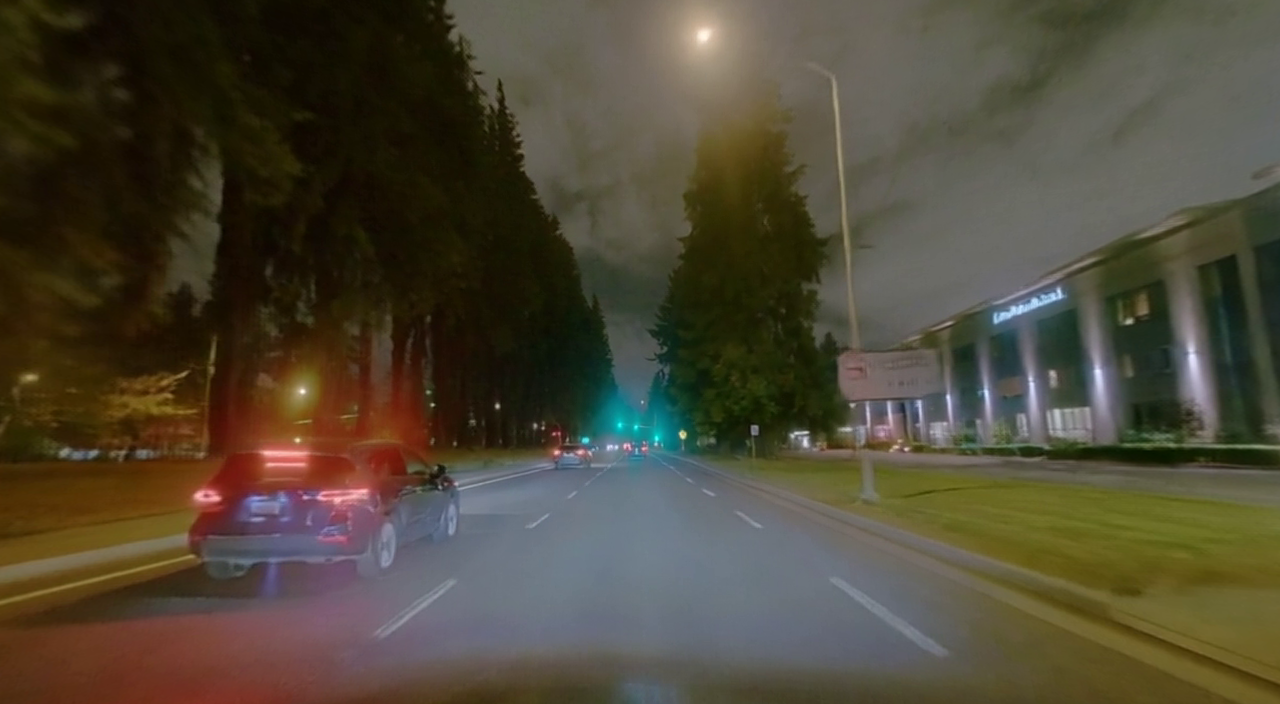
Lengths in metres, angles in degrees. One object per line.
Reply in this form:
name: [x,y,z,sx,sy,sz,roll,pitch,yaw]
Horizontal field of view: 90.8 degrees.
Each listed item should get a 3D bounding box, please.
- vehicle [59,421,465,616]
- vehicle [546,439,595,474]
vehicle: [-3.524,1.611,7.110,1.862,1.478,4.369,0,-8,0]
vehicle: [-3.355,5.121,31.285,1.942,1.588,4.172,0,-8,1]
